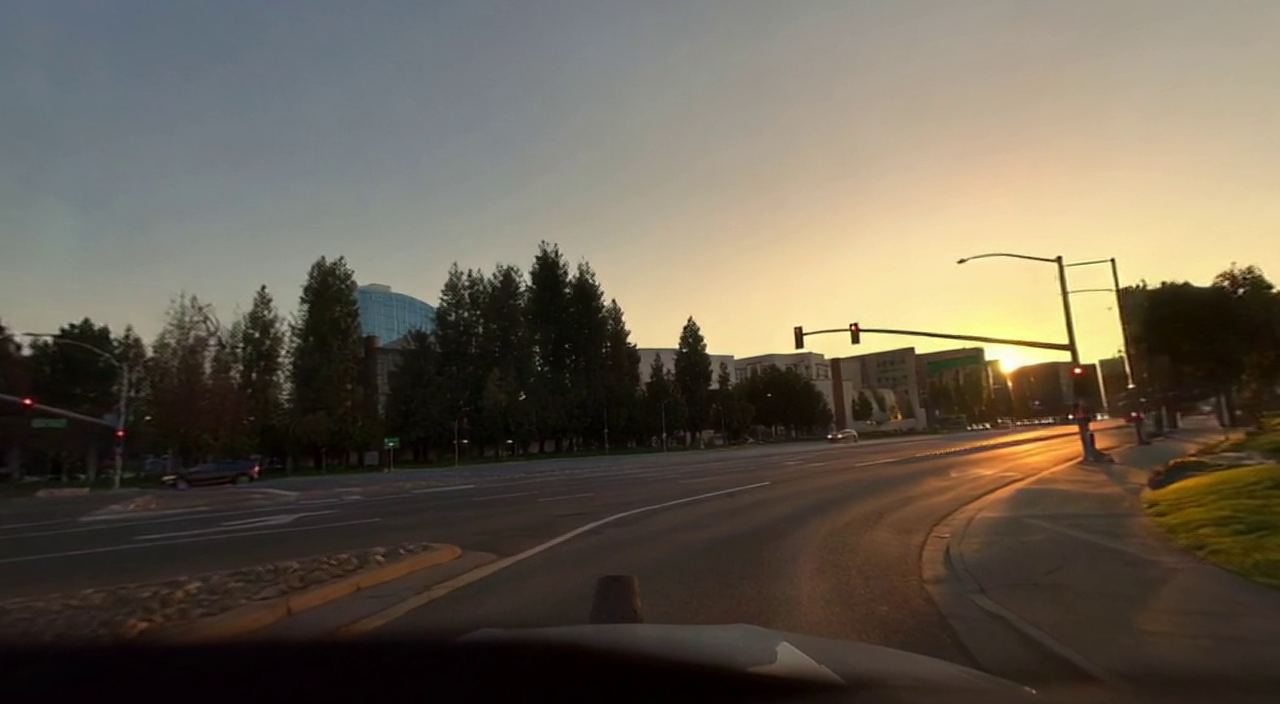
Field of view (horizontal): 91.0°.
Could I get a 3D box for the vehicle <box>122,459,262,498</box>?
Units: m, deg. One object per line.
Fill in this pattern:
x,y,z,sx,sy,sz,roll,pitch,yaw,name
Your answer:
-19.285,5.398,27.286,1.811,1.444,4.527,-7,-11,39,vehicle
